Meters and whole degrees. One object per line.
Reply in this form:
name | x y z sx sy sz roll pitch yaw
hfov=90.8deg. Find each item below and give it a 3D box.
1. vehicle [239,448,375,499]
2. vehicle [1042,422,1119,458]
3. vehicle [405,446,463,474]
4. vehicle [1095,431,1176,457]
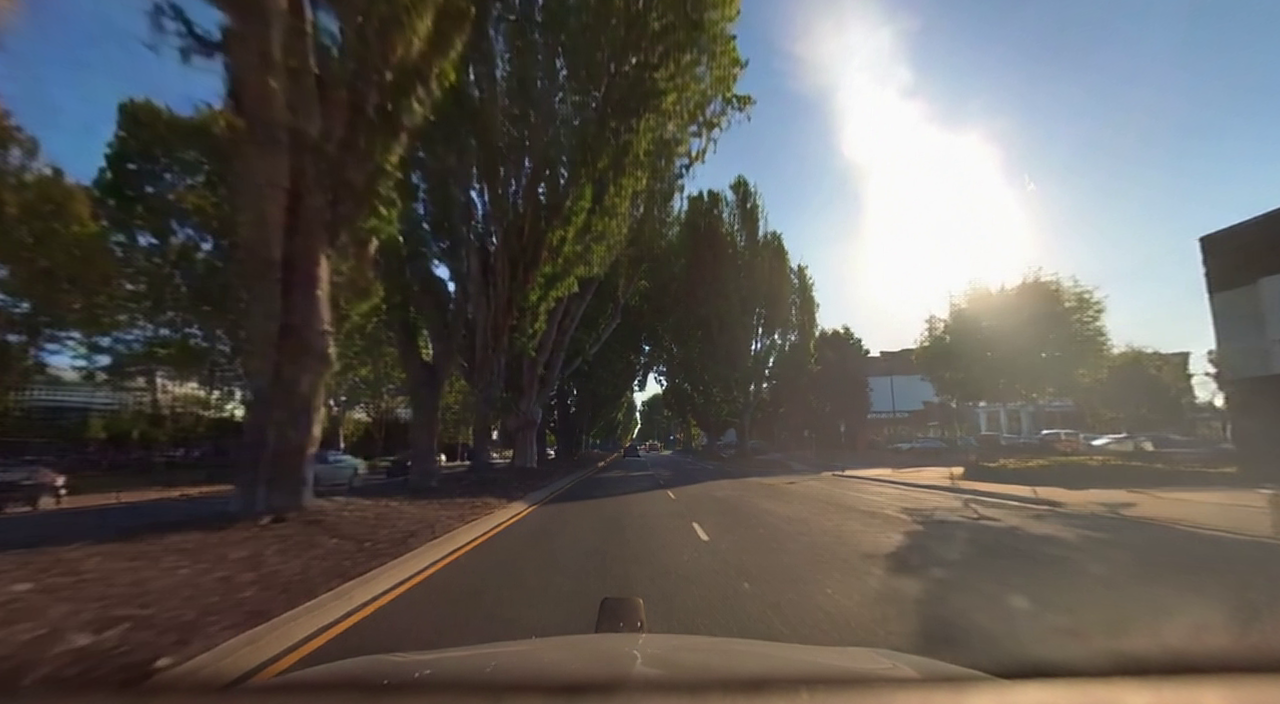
vehicle | -11.074 4.033 21.464 2.031 1.481 4.577 -1 -8 2
vehicle | 32.194 6.415 46.280 3.804 2.526 2.489 1 -8 -11
vehicle | -13.103 6.873 40.521 1.990 1.686 4.611 -1 -8 2
vehicle | 36.943 6.844 47.116 4.752 1.730 1.932 -1 -8 -11
